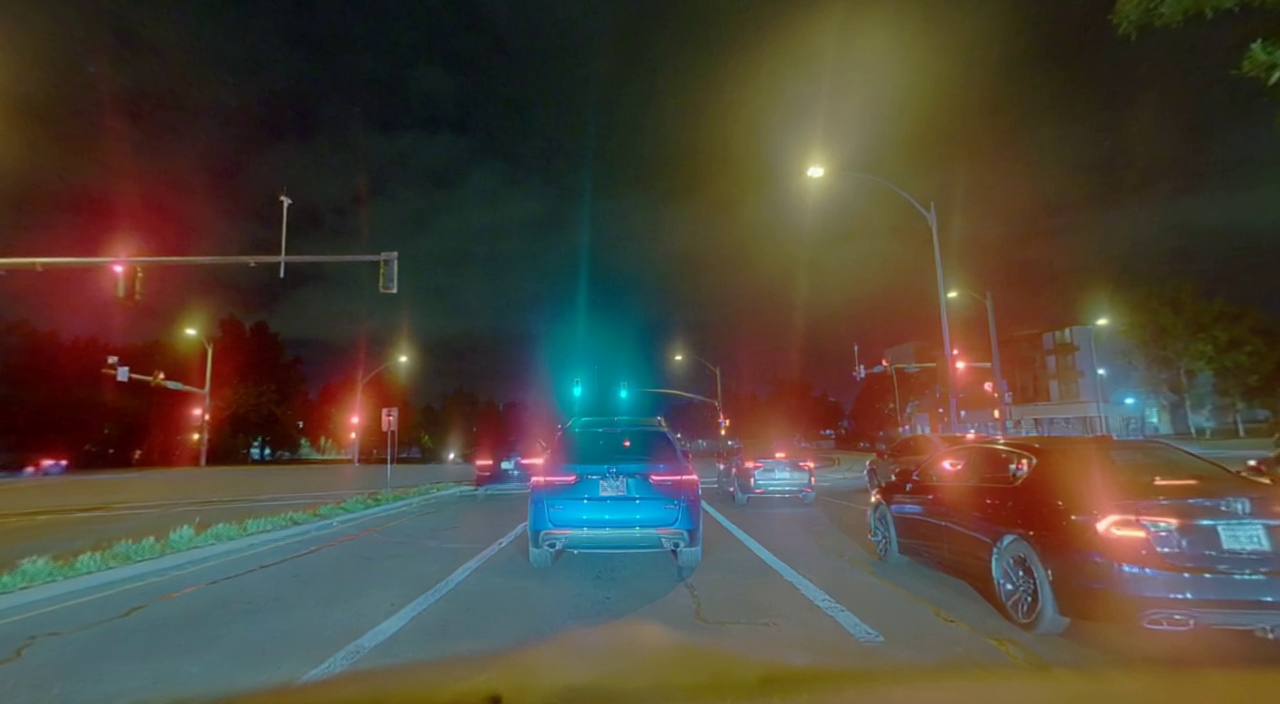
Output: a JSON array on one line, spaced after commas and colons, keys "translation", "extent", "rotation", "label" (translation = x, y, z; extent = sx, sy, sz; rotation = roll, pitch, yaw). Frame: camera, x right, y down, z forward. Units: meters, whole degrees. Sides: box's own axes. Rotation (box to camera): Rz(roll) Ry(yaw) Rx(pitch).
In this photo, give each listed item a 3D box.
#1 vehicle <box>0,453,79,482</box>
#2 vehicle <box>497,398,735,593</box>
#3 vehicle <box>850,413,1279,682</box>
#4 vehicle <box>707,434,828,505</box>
[{"translation": [-40.161, 7.549, 41.379], "extent": [4.446, 1.821, 2.276], "rotation": [1, -9, -8], "label": "vehicle"}, {"translation": [-0.268, 1.558, 7.630], "extent": [2.101, 1.707, 3.904], "rotation": [0, -8, -2], "label": "vehicle"}, {"translation": [3.611, 1.395, 5.692], "extent": [1.861, 1.478, 4.185], "rotation": [0, -8, -2], "label": "vehicle"}, {"translation": [2.977, 2.853, 15.773], "extent": [1.950, 1.506, 4.086], "rotation": [0, -8, -3], "label": "vehicle"}]
